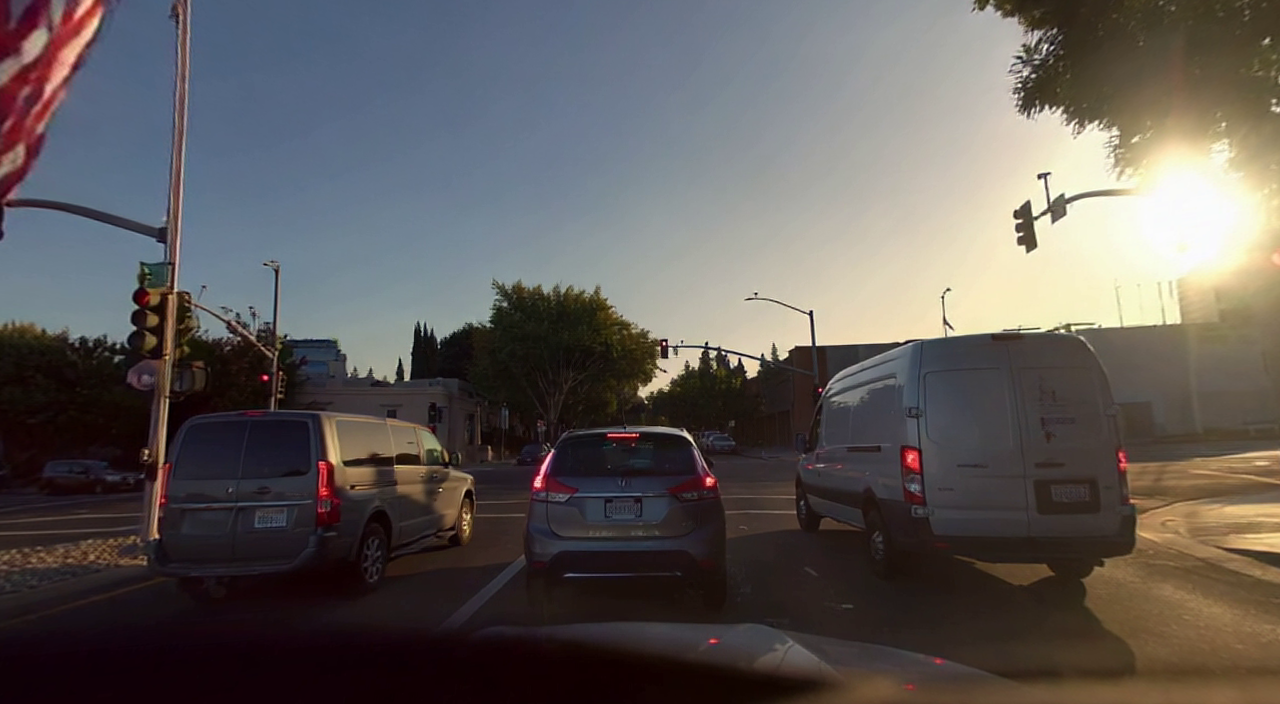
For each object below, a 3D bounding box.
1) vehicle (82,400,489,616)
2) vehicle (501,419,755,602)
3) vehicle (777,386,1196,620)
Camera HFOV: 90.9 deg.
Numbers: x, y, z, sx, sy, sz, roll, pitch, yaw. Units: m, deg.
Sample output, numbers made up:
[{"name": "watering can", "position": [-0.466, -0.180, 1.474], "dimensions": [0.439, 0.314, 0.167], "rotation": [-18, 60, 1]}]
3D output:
[{"name": "vehicle", "position": [-3.303, 1.527, 7.038], "dimensions": [2.024, 1.677, 3.998], "rotation": [-1, -9, 3]}, {"name": "vehicle", "position": [-0.143, 1.620, 7.337], "dimensions": [2.098, 1.494, 4.118], "rotation": [0, -9, -1]}, {"name": "vehicle", "position": [3.087, 1.466, 7.019], "dimensions": [2.178, 1.746, 4.400], "rotation": [0, -9, 1]}]
